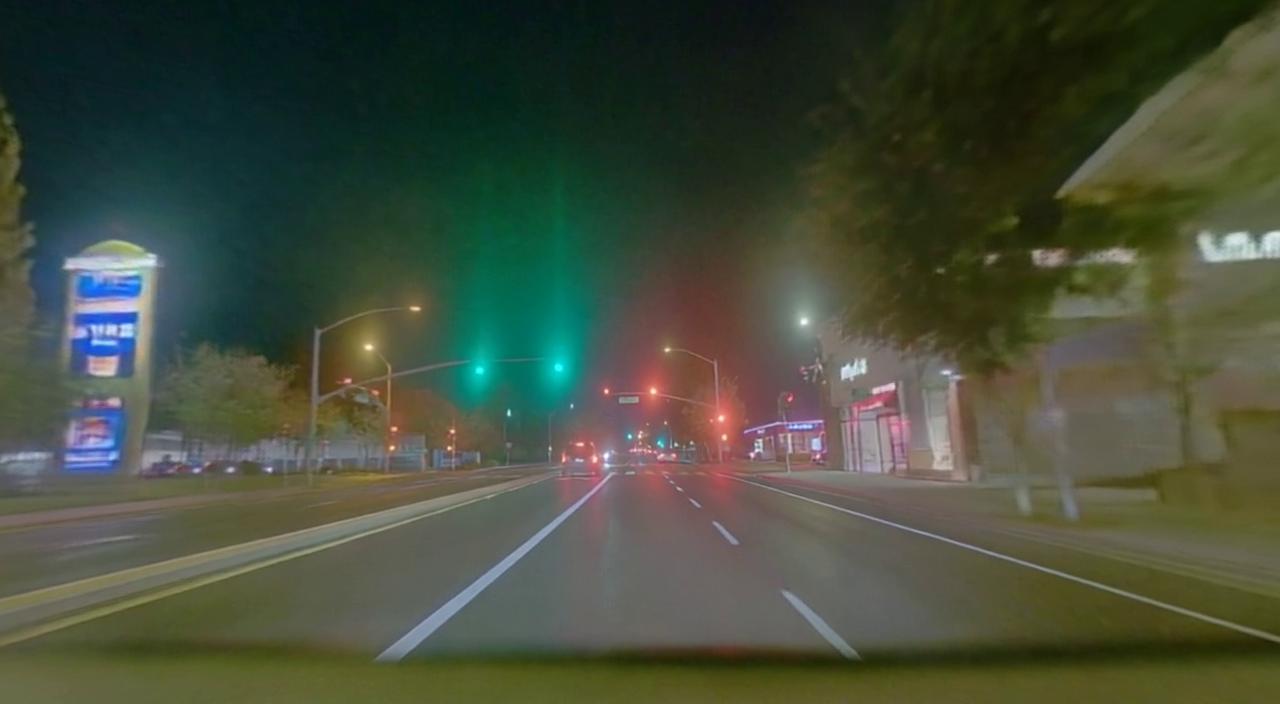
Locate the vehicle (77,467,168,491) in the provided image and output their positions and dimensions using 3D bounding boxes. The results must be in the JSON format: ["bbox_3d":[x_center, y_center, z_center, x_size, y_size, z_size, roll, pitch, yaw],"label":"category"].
[{"bbox_3d":[-35.777,8.755,43.604,4.657,1.455,1.994,0,-8,4],"label":"vehicle"}]

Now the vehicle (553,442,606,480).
[{"bbox_3d":[-3.044,5.564,32.549,2.250,1.791,4.300,0,-8,1],"label":"vehicle"}]

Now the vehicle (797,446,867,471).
[{"bbox_3d":[14.512,8.060,47.810,4.634,1.449,1.936,-4,-7,-1],"label":"vehicle"}]
